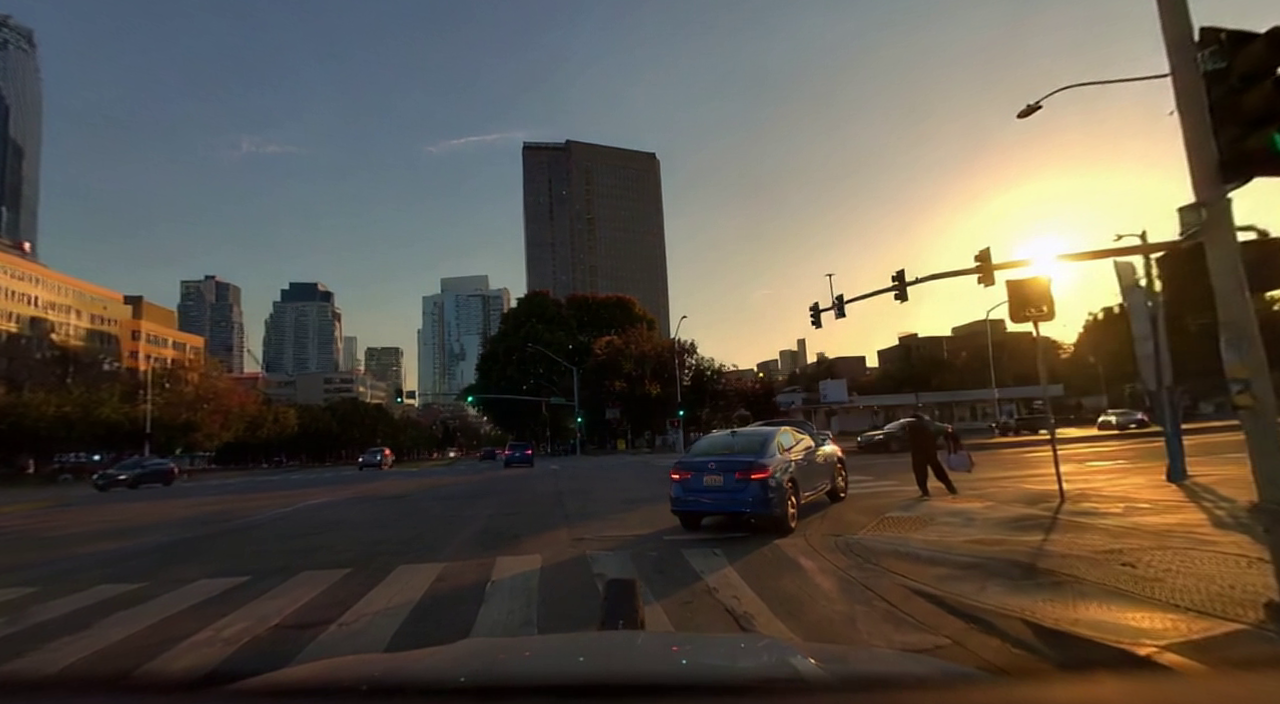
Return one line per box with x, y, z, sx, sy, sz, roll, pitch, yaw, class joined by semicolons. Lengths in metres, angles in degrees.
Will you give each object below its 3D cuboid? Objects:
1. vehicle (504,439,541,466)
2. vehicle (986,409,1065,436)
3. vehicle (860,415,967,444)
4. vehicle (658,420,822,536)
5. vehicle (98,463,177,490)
-7.831;6.710;42.359;2.210;1.722;4.215;1;-8;-8;vehicle
24.361;4.457;39.960;3.923;1.619;1.817;1;-8;-9;vehicle
14.001;4.020;32.451;4.700;1.417;1.789;1;-9;-8;vehicle
1.862;1.949;10.440;1.976;1.462;4.342;-3;-9;18;vehicle
-32.628;8.072;41.202;1.894;1.480;4.710;1;-8;-9;vehicle
